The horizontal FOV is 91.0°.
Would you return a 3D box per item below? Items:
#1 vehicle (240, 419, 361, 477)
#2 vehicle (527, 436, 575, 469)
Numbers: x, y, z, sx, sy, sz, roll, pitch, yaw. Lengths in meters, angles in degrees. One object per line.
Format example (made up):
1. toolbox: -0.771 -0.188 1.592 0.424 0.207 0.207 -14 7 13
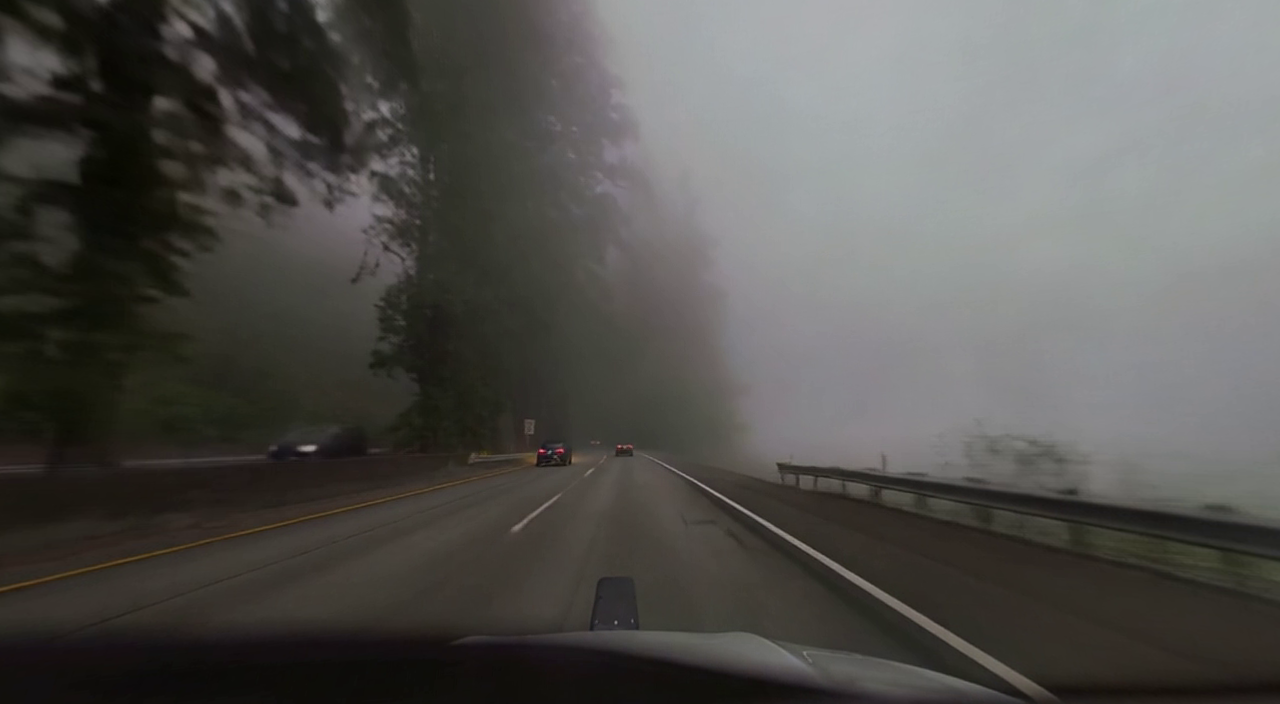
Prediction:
1. vehicle: -14.243 4.064 26.850 2.491 2.189 4.822 0 -8 0
2. vehicle: -4.828 5.511 34.764 2.111 1.645 4.382 0 -8 -1
